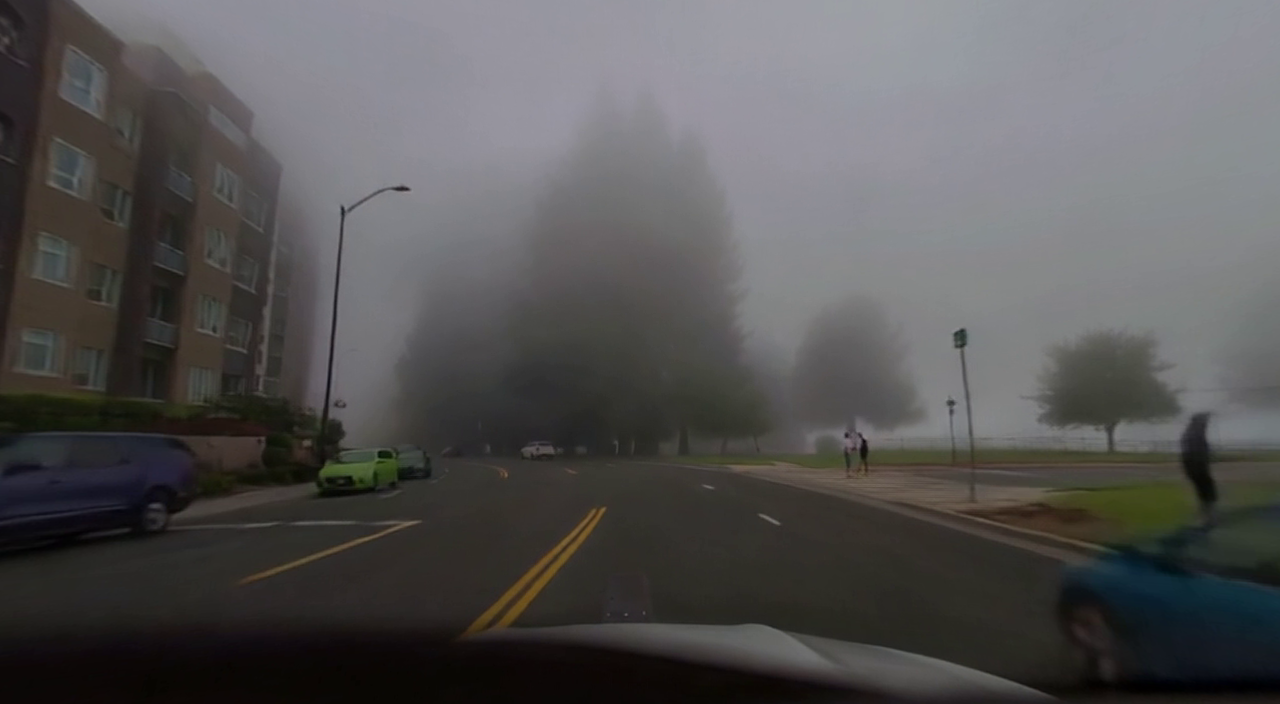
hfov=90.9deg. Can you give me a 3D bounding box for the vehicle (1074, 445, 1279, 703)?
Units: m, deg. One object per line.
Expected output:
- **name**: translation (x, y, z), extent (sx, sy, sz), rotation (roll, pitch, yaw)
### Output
- **vehicle**: translation (3.101, 1.042, 2.173), extent (1.559, 1.351, 2.452), rotation (2, -10, 5)

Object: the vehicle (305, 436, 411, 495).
- **vehicle**: translation (-8.966, 3.606, 20.484), extent (1.994, 1.697, 4.436), rotation (2, -8, -9)

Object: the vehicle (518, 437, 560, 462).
- **vehicle**: translation (-7.762, 7.412, 48.230), extent (2.000, 1.809, 4.405), rotation (4, -9, -24)

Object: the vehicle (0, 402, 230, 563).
- **vehicle**: translation (-8.510, 1.811, 8.694), extent (2.347, 1.846, 4.915), rotation (-5, -9, 2)
